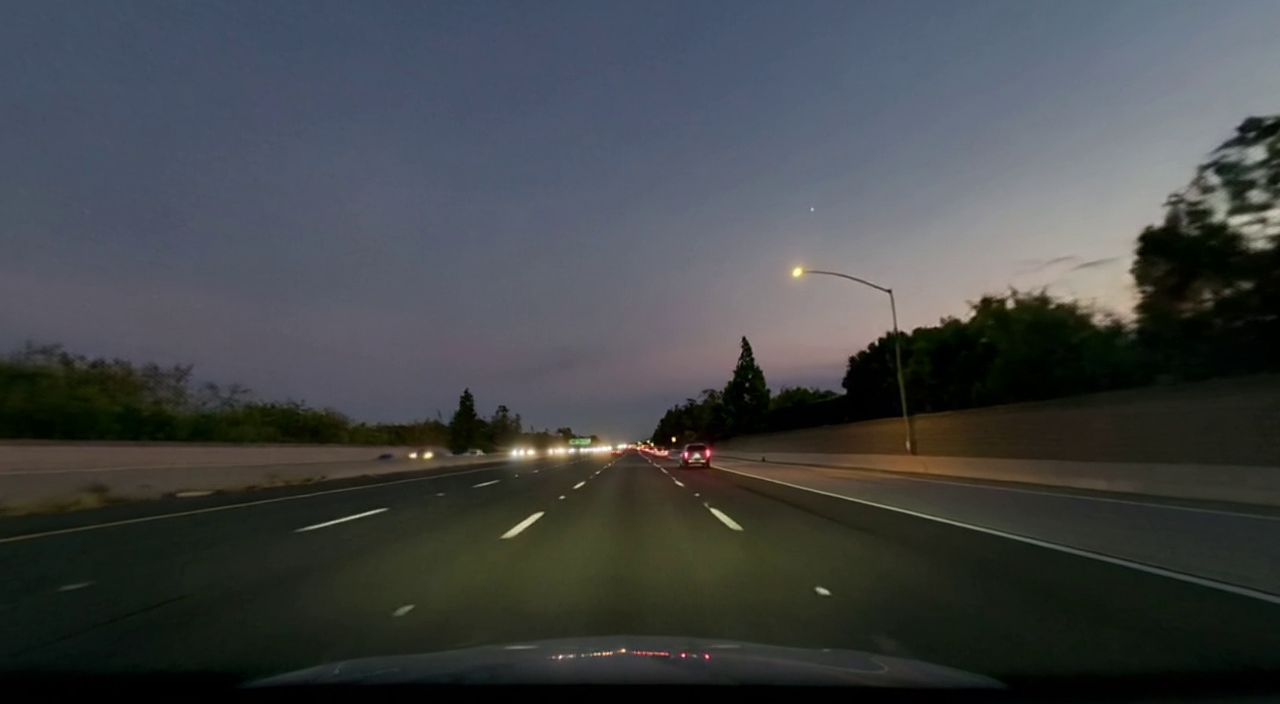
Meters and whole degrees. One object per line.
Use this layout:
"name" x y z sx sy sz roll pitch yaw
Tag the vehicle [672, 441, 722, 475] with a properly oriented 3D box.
"vehicle" 2.999 5.671 34.072 2.130 1.677 4.317 0 -9 -2
